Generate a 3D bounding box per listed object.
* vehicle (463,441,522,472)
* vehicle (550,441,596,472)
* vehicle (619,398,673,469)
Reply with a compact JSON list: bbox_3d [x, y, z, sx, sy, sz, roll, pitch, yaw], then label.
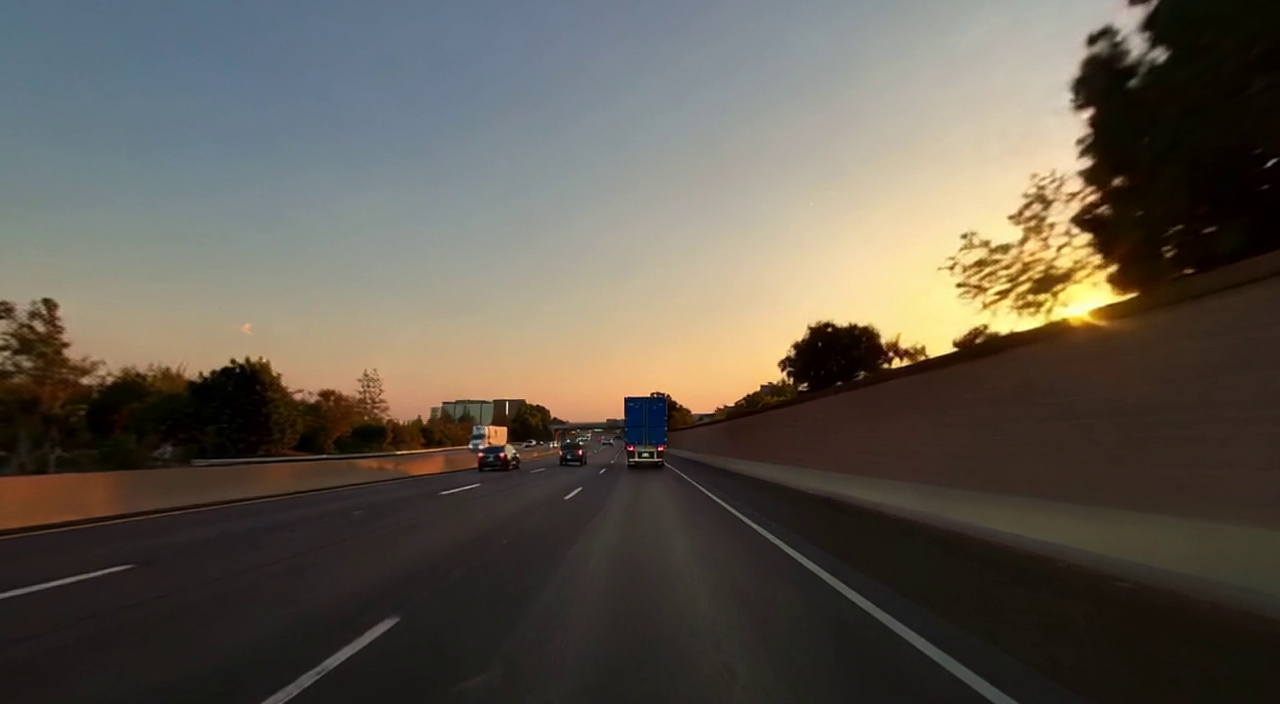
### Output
[{"bbox_3d":[-7.712,5.525,33.185,1.968,1.507,4.673,0,-9,1],"label":"vehicle"},{"bbox_3d":[-3.568,5.658,34.154,2.006,1.572,4.082,0,-9,0],"label":"vehicle"},{"bbox_3d":[0.355,5.543,41.667,3.123,4.094,10.812,0,-9,0],"label":"vehicle"}]
